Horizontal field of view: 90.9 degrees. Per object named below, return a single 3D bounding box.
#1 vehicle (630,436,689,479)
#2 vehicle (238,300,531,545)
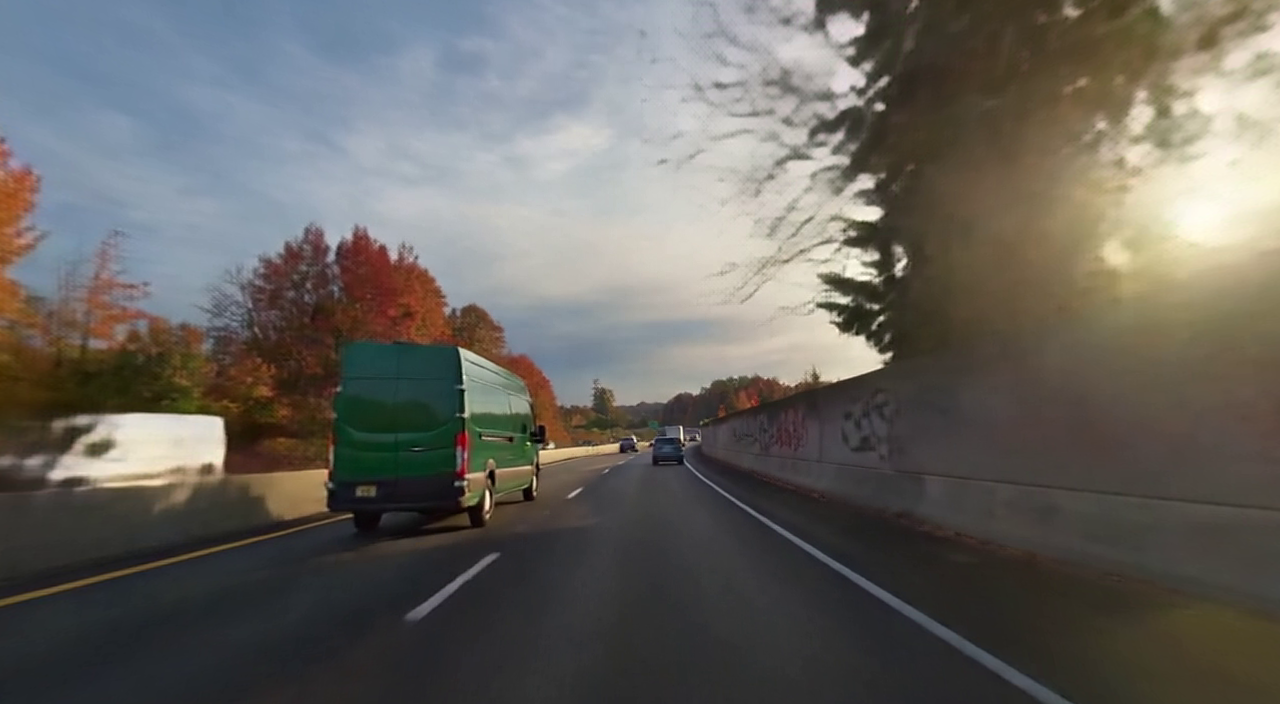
[{"bbox_3d":[0.712,3.972,24.001,2.071,1.487,3.948,0,-8,1],"label":"vehicle"},{"bbox_3d":[-3.298,1.132,9.689,2.334,2.769,5.087,0,-8,-1],"label":"vehicle"}]
